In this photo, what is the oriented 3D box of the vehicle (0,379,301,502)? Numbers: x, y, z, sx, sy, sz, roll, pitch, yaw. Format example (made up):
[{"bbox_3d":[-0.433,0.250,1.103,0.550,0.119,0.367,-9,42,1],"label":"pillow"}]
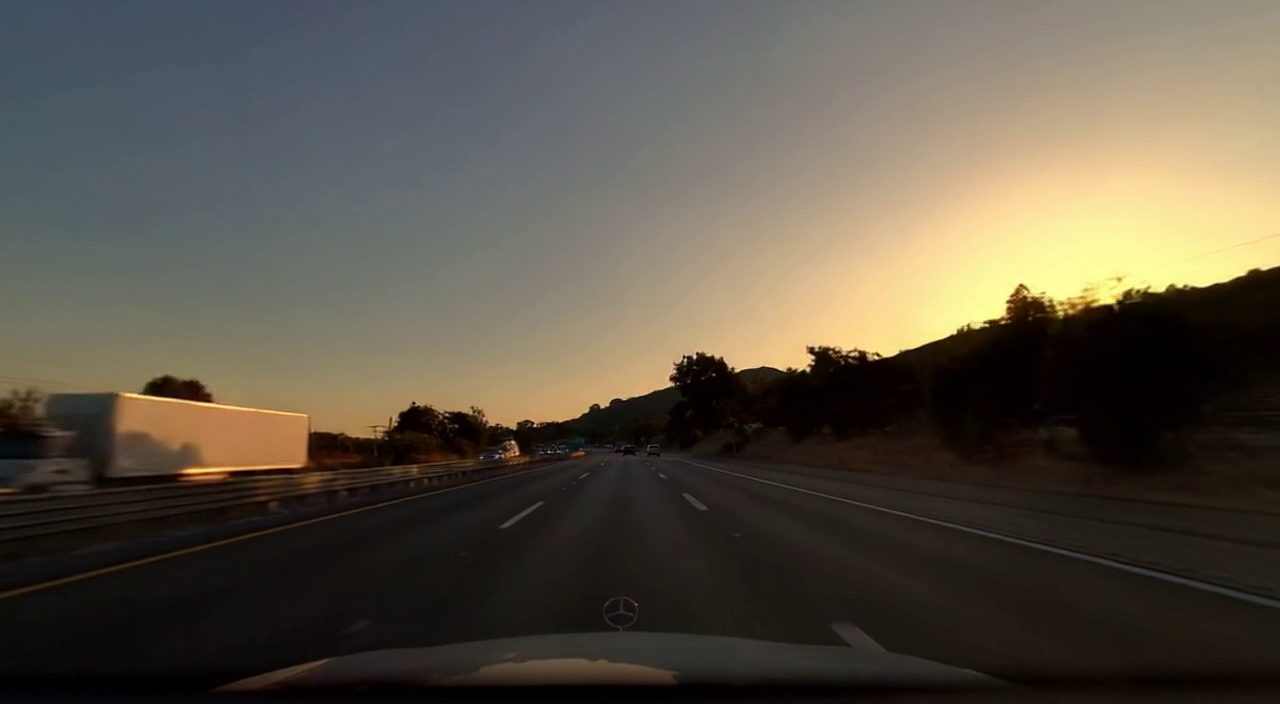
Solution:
[{"bbox_3d":[-20.615,3.892,26.931,3.344,3.633,16.705,0,-9,-2],"label":"vehicle"}]
